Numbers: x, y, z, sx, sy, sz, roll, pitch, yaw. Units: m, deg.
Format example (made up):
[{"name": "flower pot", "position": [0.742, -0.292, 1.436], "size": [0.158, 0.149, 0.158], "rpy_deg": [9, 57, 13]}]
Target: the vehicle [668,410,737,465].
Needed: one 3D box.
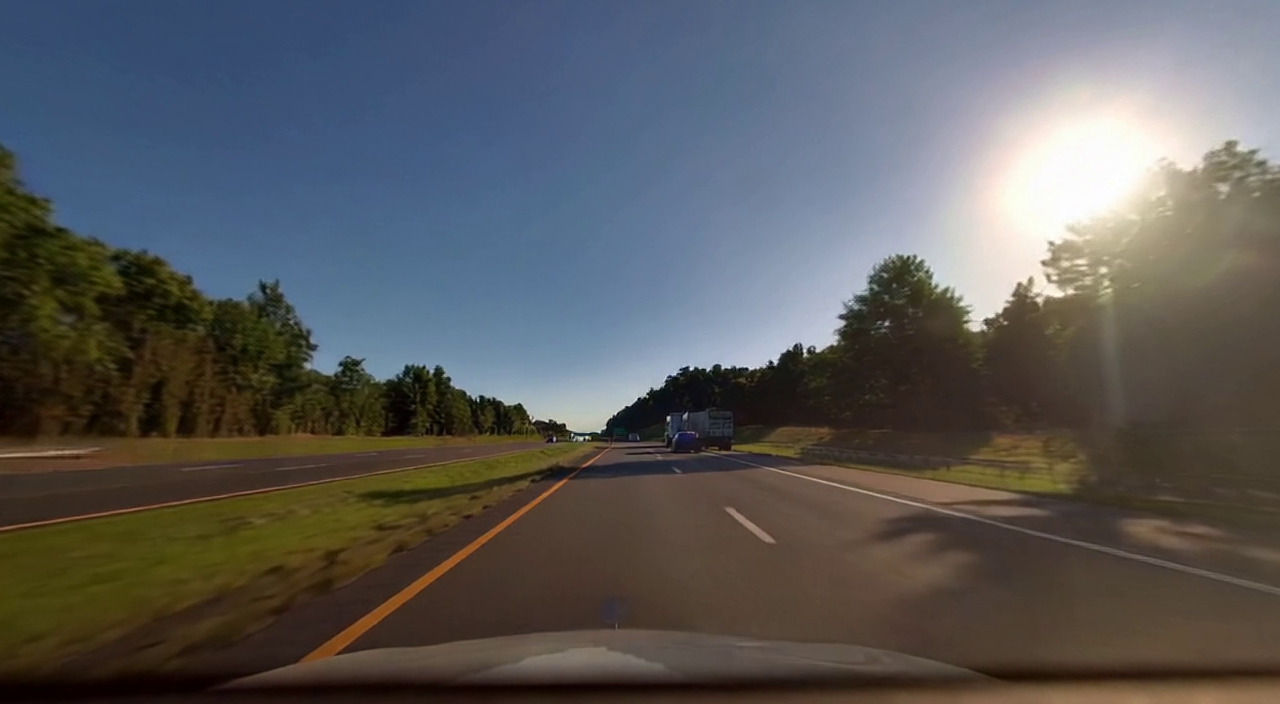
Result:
[{"name": "vehicle", "position": [3.222, 4.616, 34.211], "size": [2.821, 2.672, 6.205], "rpy_deg": [0, -8, -3]}]
